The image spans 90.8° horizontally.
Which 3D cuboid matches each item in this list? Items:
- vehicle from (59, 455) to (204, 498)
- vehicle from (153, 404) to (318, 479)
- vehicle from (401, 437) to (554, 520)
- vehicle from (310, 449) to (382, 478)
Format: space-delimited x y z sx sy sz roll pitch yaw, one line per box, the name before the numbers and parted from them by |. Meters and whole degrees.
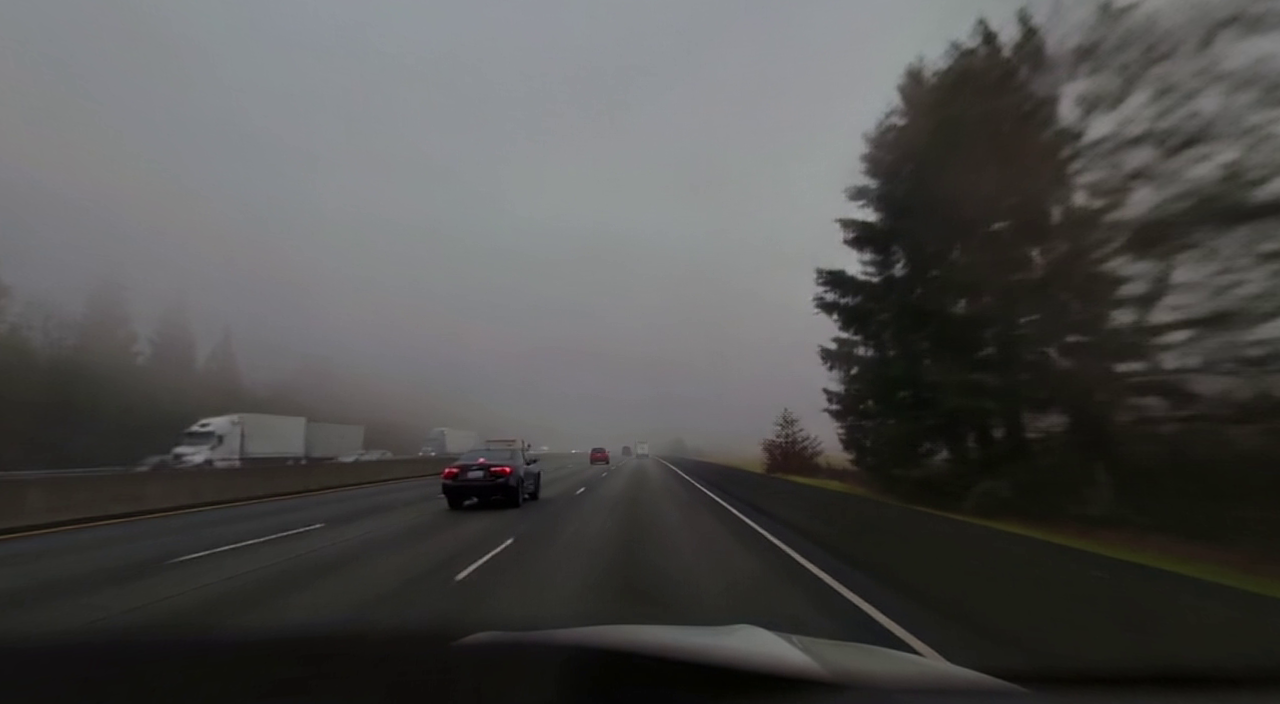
vehicle | -19.302 4.710 24.275 1.834 1.420 4.528 0 -9 -1
vehicle | -23.415 5.405 37.561 3.037 3.822 10.142 0 -9 0
vehicle | -3.280 2.658 13.736 2.110 1.500 4.259 0 -9 1
vehicle | -15.443 5.839 33.367 1.836 1.395 4.120 0 -9 0
